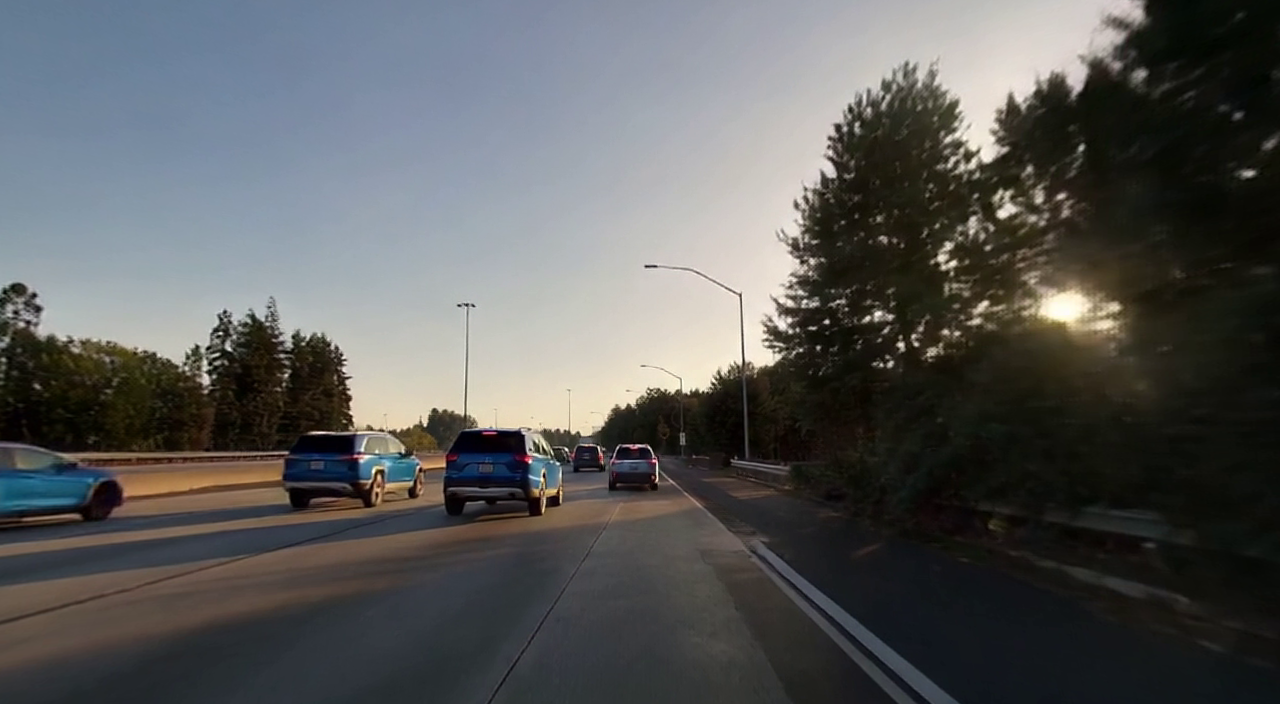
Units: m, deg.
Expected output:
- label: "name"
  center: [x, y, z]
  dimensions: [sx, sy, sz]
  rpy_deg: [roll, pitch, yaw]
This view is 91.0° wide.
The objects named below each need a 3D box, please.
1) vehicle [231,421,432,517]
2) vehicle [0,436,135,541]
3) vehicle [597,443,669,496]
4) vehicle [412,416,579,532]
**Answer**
- label: "vehicle"
  center: [-6.750, 2.615, 14.534]
  dimensions: [2.162, 1.823, 4.566]
  rpy_deg: [0, -9, 2]
- label: "vehicle"
  center: [-10.247, 1.956, 9.026]
  dimensions: [2.126, 1.480, 4.589]
  rpy_deg: [0, -9, 1]
- label: "vehicle"
  center: [-0.197, 3.652, 20.022]
  dimensions: [2.068, 1.488, 4.045]
  rpy_deg: [0, -9, 0]
- label: "vehicle"
  center: [-2.480, 2.233, 12.044]
  dimensions: [2.123, 1.798, 4.108]
  rpy_deg: [0, -9, 1]
